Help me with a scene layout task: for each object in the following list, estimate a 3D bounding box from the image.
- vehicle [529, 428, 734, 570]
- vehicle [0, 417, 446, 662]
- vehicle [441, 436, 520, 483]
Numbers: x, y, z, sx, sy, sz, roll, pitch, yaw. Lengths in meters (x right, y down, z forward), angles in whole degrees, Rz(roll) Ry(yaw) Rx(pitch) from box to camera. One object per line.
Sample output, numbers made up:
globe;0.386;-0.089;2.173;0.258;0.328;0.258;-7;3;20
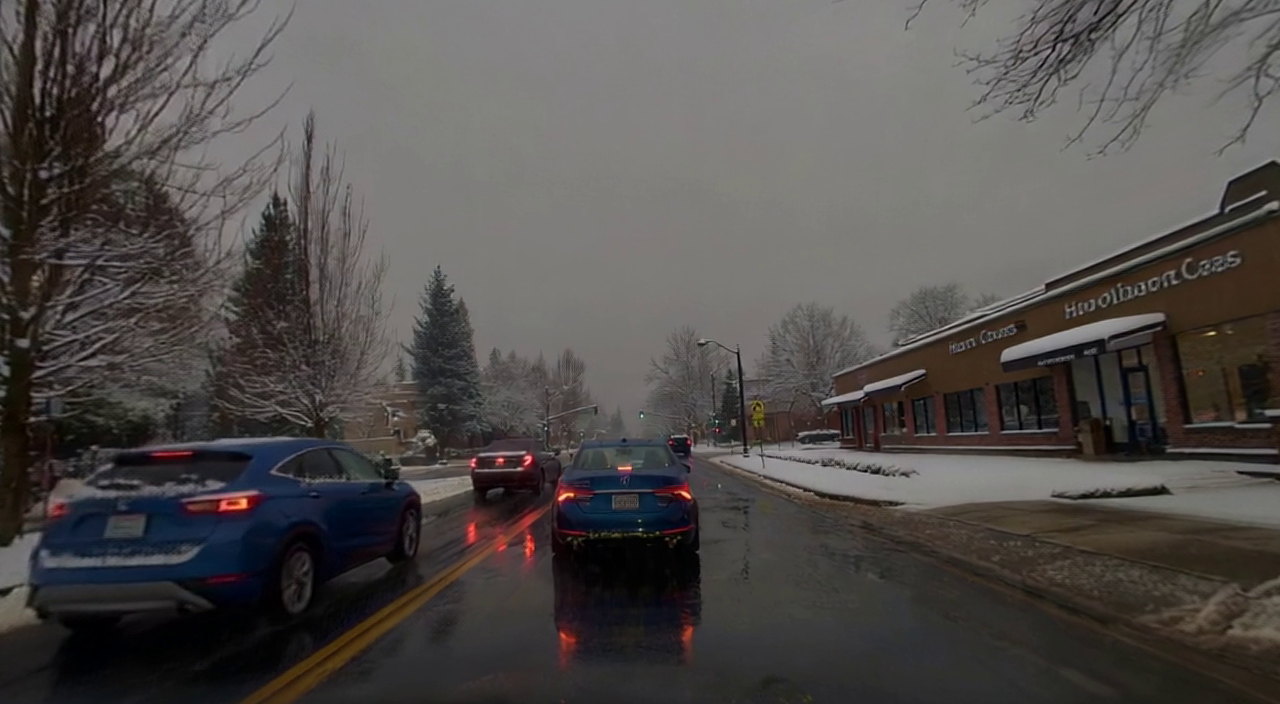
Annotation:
vehicle;-0.097;1.861;8.761;2.160;1.482;4.037;0;-9;0
vehicle;-3.450;1.446;5.912;1.905;1.473;4.016;0;-9;1
vehicle;-6.196;4.242;25.072;2.095;1.682;4.371;0;-9;-2
